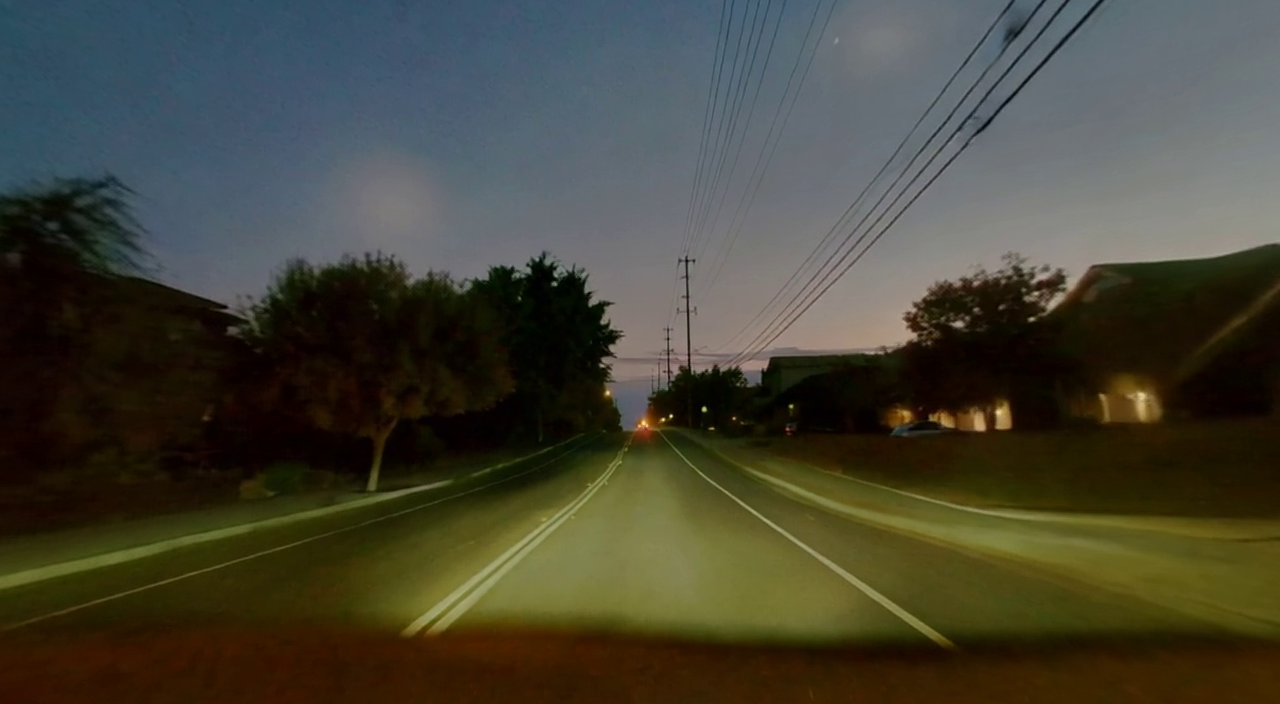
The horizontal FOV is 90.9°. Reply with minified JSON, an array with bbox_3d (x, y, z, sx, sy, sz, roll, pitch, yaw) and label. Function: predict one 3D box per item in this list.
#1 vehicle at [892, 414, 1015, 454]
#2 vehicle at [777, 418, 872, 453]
[{"bbox_3d":[15.065,4.025,30.562,5.046,1.548,2.174,-7,-11,24],"label":"vehicle"},{"bbox_3d":[10.641,4.845,36.357,4.707,1.794,2.303,-7,-9,29],"label":"vehicle"}]
